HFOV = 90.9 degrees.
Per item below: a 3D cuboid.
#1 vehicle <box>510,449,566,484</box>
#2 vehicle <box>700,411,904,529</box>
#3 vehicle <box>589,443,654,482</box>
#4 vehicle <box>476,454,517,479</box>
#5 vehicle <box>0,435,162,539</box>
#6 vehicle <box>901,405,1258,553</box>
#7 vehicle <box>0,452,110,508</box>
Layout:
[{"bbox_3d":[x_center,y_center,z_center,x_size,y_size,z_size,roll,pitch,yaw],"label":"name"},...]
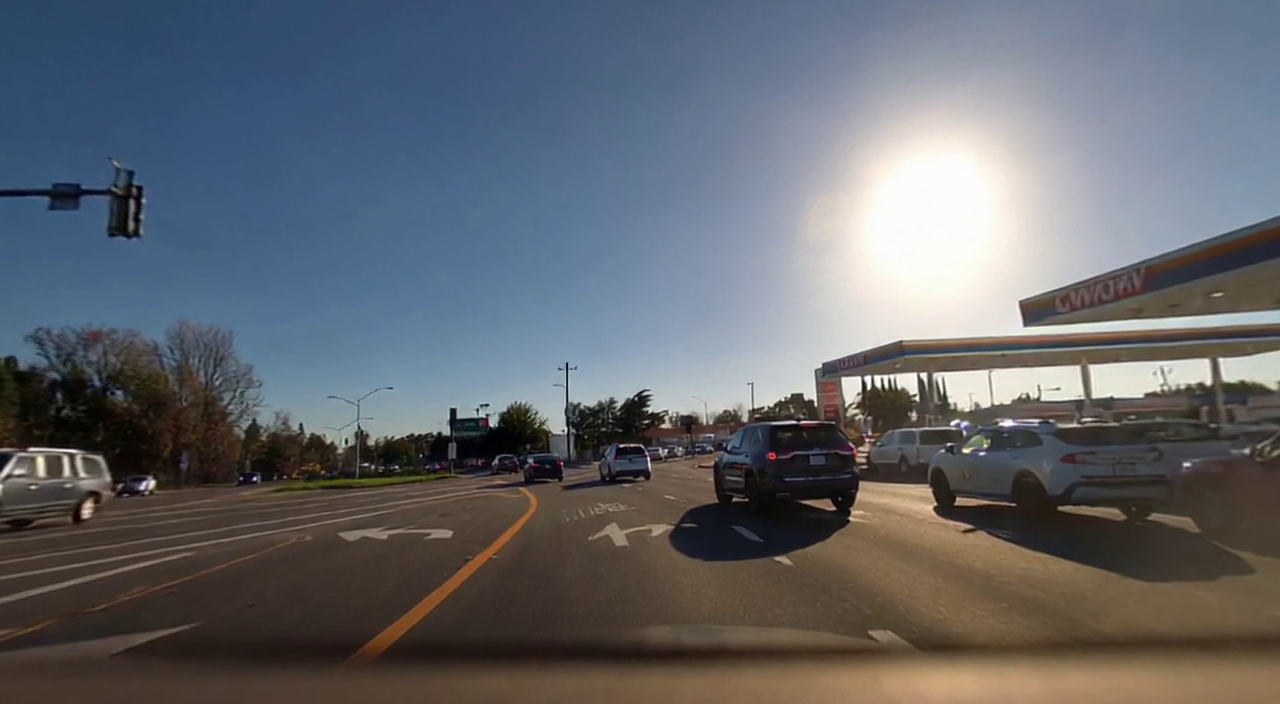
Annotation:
[{"bbox_3d":[-4.908,5.373,29.856,2.107,1.527,4.174,2,-9,-15],"label":"vehicle"},{"bbox_3d":[2.713,2.156,12.018,2.184,1.777,4.712,1,-9,-6],"label":"vehicle"},{"bbox_3d":[-0.946,5.006,28.906,2.012,1.612,4.114,2,-9,-16],"label":"vehicle"},{"bbox_3d":[-10.378,8.212,45.377,2.193,1.609,3.874,3,-10,-22],"label":"vehicle"},{"bbox_3d":[-19.676,4.198,20.810,2.820,2.579,13.318,4,-10,-22],"label":"vehicle"},{"bbox_3d":[5.762,1.728,9.141,1.881,1.604,4.289,0,-9,-3],"label":"vehicle"},{"bbox_3d":[-19.545,4.059,20.462,1.986,1.579,5.047,3,-10,-22],"label":"vehicle"}]
